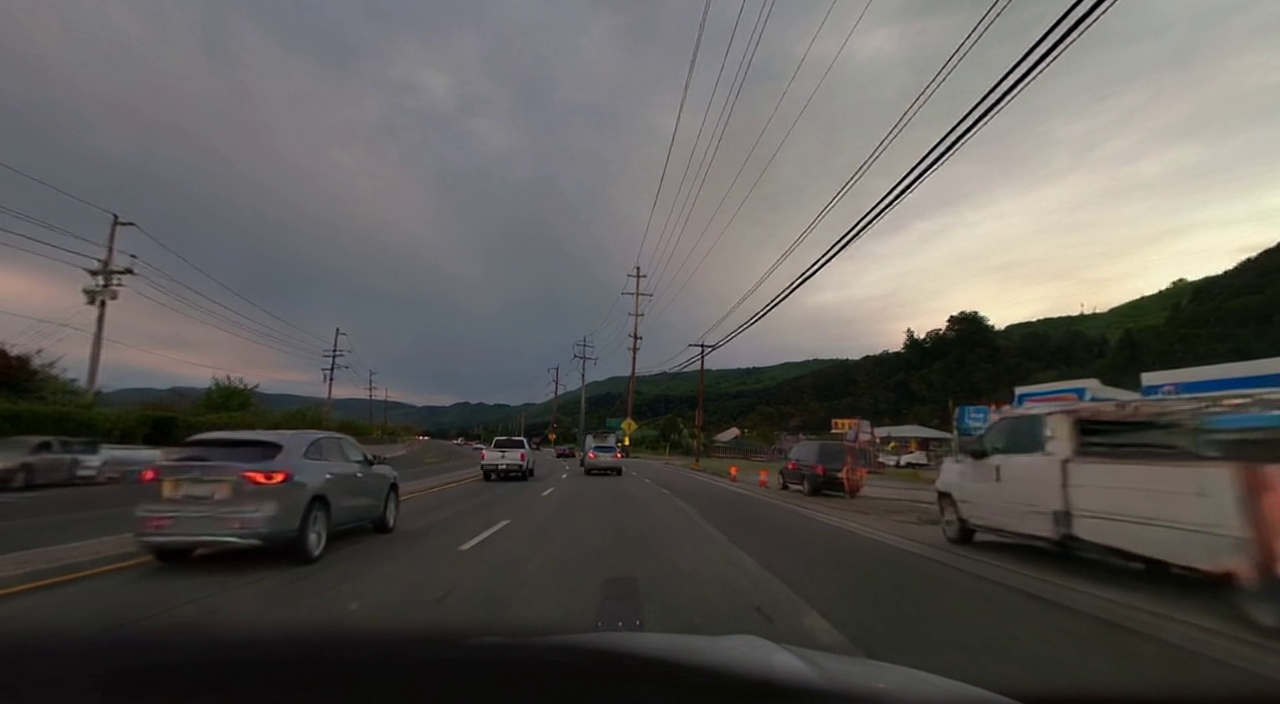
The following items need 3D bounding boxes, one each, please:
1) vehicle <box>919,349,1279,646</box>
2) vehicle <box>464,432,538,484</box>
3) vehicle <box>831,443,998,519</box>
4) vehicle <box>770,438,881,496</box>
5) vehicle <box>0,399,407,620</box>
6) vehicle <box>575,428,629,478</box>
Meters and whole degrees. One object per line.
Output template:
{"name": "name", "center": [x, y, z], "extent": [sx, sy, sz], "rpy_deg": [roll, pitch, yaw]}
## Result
{"name": "vehicle", "center": [6.050, 1.429, 6.938], "extent": [2.706, 2.199, 6.527], "rpy_deg": [0, -9, -3]}
{"name": "vehicle", "center": [-5.941, 4.611, 27.783], "extent": [2.345, 2.012, 5.693], "rpy_deg": [1, -9, -4]}
{"name": "vehicle", "center": [6.190, 2.936, 14.962], "extent": [1.877, 1.503, 4.653], "rpy_deg": [0, -9, 0]}
{"name": "vehicle", "center": [6.100, 3.827, 21.414], "extent": [2.058, 1.747, 4.585], "rpy_deg": [1, -9, -4]}
{"name": "vehicle", "center": [-4.612, 1.588, 7.320], "extent": [2.185, 1.721, 4.550], "rpy_deg": [0, -9, -2]}
{"name": "vehicle", "center": [-2.022, 5.094, 31.874], "extent": [2.486, 2.280, 5.291], "rpy_deg": [1, -9, -6]}
